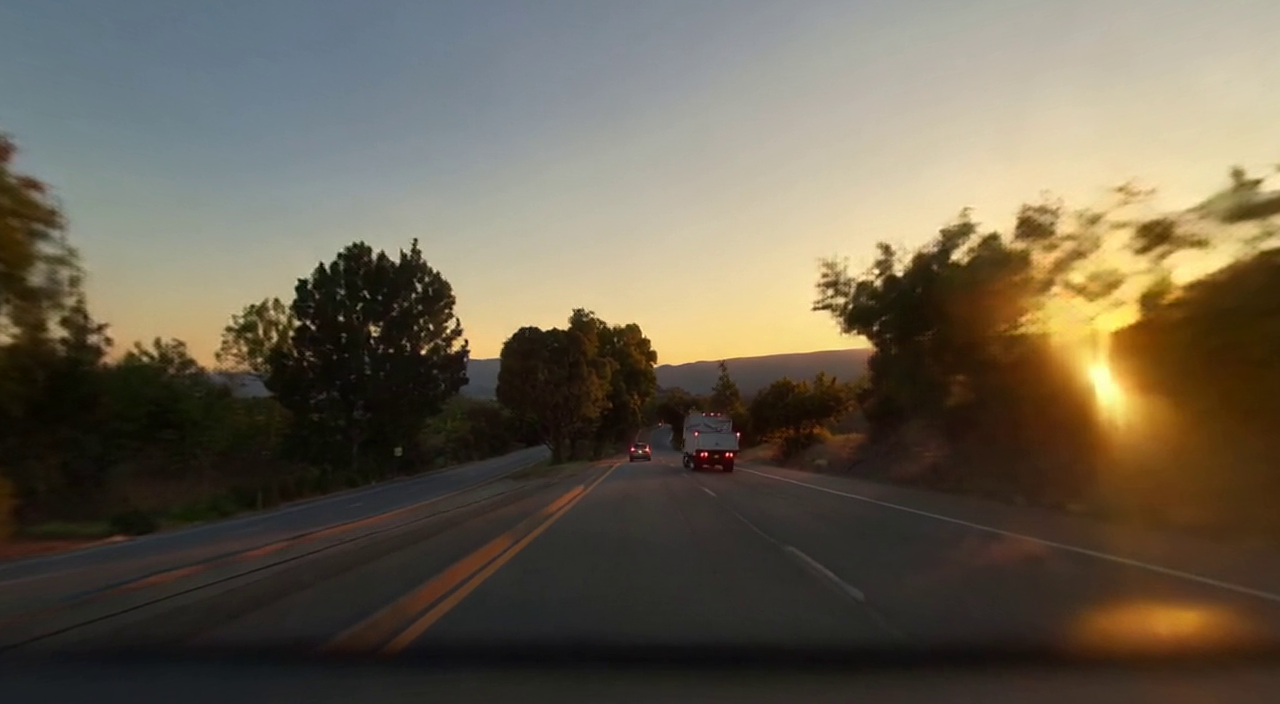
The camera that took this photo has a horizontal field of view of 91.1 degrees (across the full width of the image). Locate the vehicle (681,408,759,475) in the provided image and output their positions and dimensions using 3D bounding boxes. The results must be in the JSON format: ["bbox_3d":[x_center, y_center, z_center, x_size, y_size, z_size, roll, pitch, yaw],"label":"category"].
[{"bbox_3d":[4.101,4.889,34.211,3.015,3.211,7.982,0,-8,-1],"label":"vehicle"}]

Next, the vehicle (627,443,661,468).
[{"bbox_3d":[0.265,6.895,41.921,2.170,1.544,4.373,0,-8,0],"label":"vehicle"}]
